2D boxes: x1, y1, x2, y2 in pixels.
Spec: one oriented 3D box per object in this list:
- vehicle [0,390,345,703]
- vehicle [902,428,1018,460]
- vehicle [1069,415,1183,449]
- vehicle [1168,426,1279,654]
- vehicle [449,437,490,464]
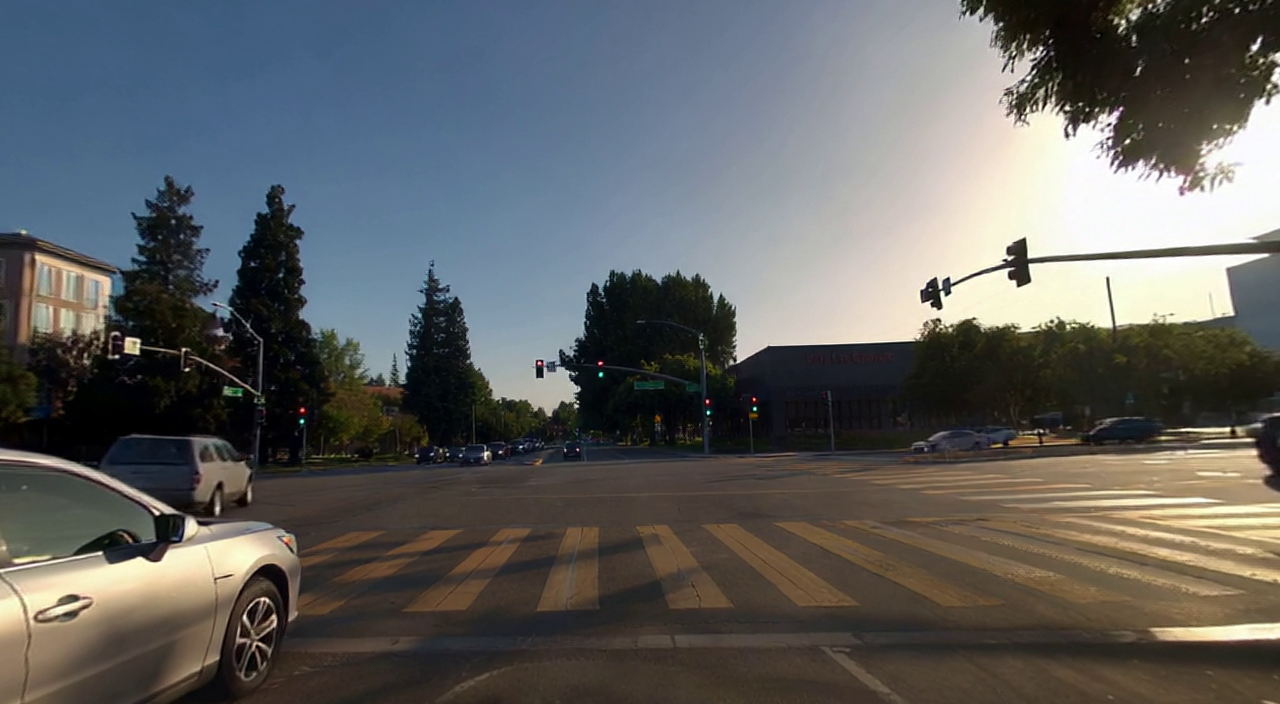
[{"bbox_3d":[-3.063,0.886,2.156,1.919,1.478,4.720,0,-8,-1],"label":"vehicle"},{"bbox_3d":[15.933,4.611,31.629,4.660,1.495,2.007,0,-8,-2],"label":"vehicle"},{"bbox_3d":[26.993,4.488,35.171,4.611,1.797,2.096,0,-8,-2],"label":"vehicle"},{"bbox_3d":[4.938,0.988,2.562,1.949,1.449,4.530,-1,-8,5],"label":"vehicle"},{"bbox_3d":[-12.798,7.409,47.622,2.051,1.715,4.346,-2,-6,-2],"label":"vehicle"}]
